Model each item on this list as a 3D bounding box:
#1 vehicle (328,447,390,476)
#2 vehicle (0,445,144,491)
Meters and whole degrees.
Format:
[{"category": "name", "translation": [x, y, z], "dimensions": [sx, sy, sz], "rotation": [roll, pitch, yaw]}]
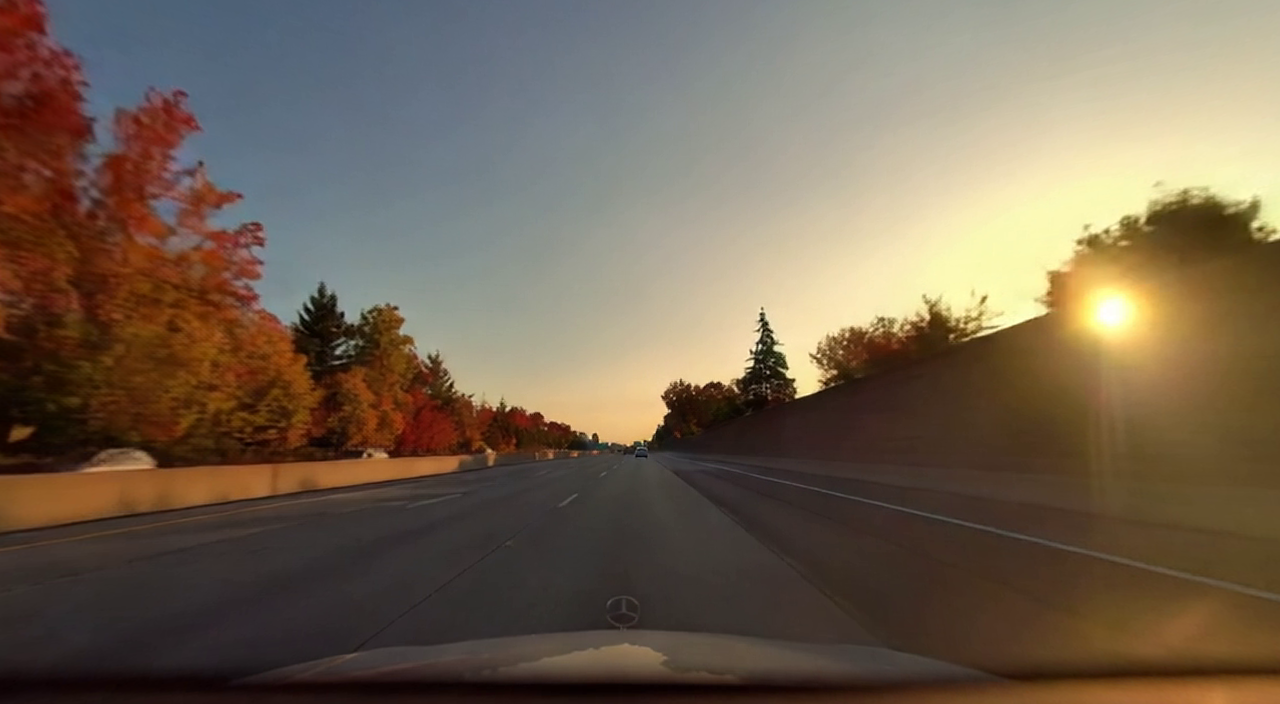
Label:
[{"category": "vehicle", "translation": [-14.378, 5.606, 32.388], "dimensions": [1.520, 1.405, 3.431], "rotation": [0, -9, 1]}, {"category": "vehicle", "translation": [-21.269, 4.283, 23.662], "dimensions": [1.917, 1.538, 3.992], "rotation": [0, -8, 0]}]
